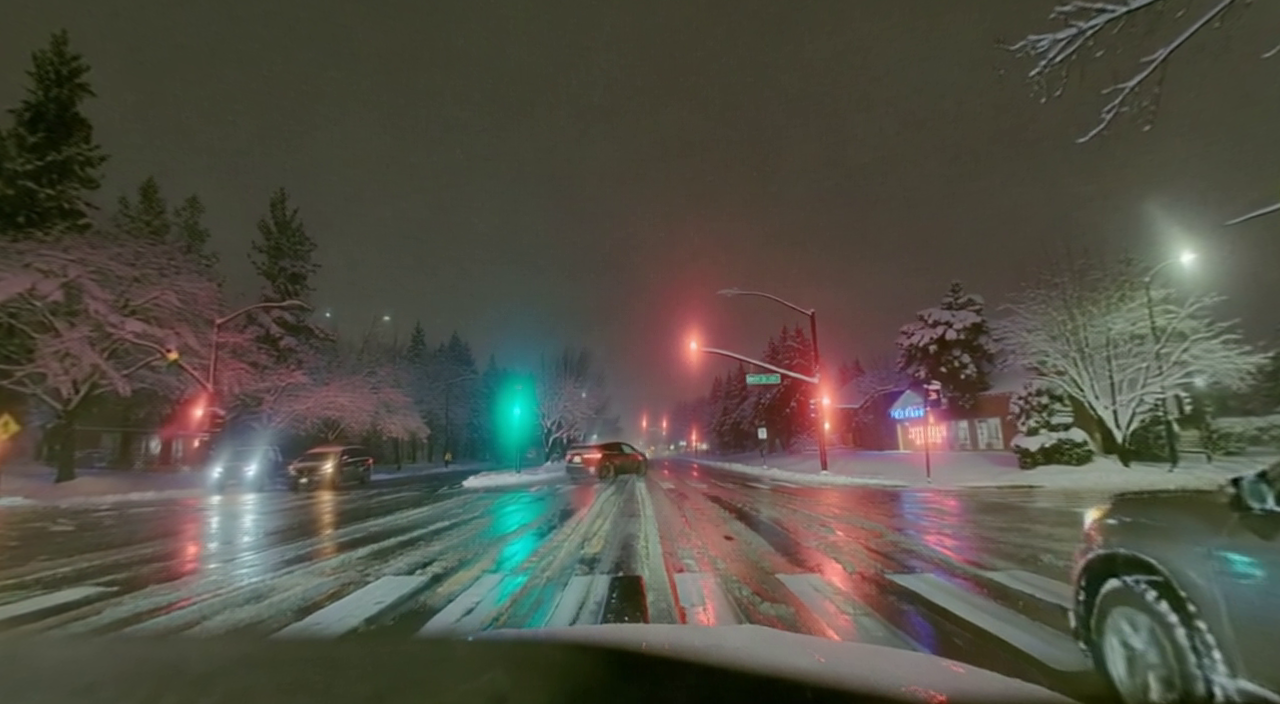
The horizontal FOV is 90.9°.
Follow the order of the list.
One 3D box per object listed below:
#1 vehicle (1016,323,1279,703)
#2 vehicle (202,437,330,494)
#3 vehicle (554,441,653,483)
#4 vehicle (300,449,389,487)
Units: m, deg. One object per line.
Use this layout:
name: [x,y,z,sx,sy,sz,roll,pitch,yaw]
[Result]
vehicle: [3.649,0.707,2.002,2.301,1.767,4.289,0,-8,1]
vehicle: [-18.656,5.645,31.963,2.557,2.580,5.856,-1,-8,4]
vehicle: [-1.473,4.695,27.271,2.153,1.658,4.569,-5,-10,29]
vehicle: [-14.892,5.834,32.100,2.169,1.753,4.640,0,-8,1]
